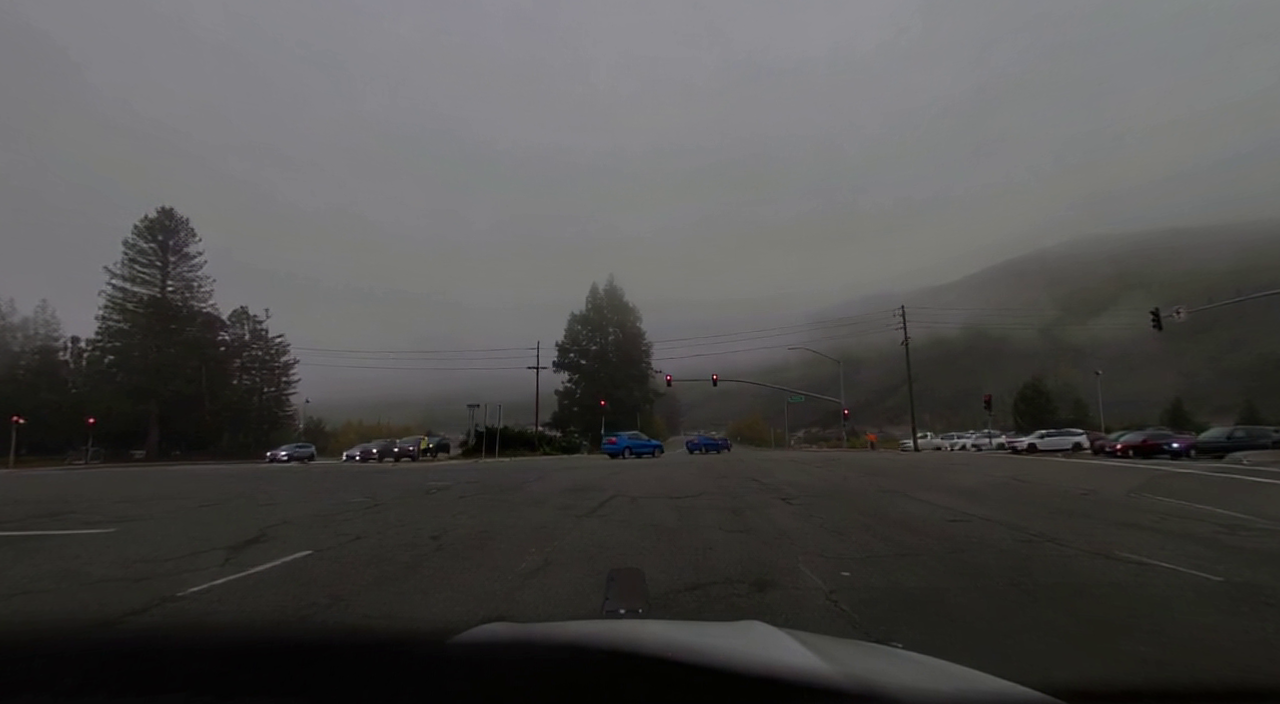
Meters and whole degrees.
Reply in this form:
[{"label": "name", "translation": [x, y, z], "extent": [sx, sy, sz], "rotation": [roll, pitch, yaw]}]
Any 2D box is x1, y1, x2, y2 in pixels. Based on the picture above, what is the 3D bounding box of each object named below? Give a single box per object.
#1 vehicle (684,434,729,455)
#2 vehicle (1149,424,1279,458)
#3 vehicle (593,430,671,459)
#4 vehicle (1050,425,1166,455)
[{"label": "vehicle", "translation": [5.243, 7.207, 49.191], "extent": [2.044, 1.542, 4.218], "rotation": [-5, -10, 28]}, {"label": "vehicle", "translation": [27.283, 4.205, 29.822], "extent": [4.778, 1.495, 1.959], "rotation": [0, -8, 0]}, {"label": "vehicle", "translation": [-0.458, 5.852, 40.006], "extent": [2.105, 1.735, 4.812], "rotation": [-8, -12, 44]}, {"label": "vehicle", "translation": [27.524, 5.192, 37.280], "extent": [5.100, 1.680, 2.055], "rotation": [0, -8, 2]}]
